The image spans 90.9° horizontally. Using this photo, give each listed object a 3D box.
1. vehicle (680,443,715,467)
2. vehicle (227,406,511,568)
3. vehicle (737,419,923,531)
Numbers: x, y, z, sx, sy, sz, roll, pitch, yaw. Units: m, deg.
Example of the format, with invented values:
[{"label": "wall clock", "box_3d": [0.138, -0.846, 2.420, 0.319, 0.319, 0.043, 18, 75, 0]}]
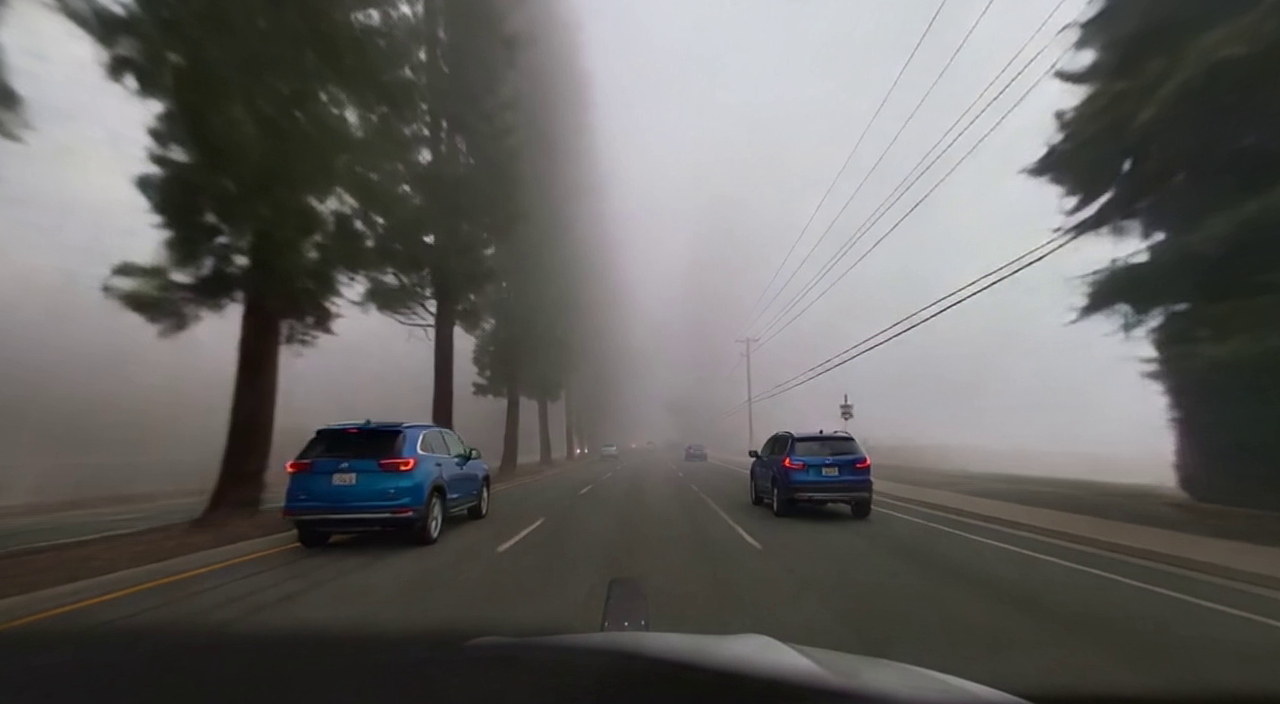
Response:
[{"label": "vehicle", "box_3d": [3.844, 6.914, 42.520, 1.906, 1.468, 4.422, 0, -8, 0]}, {"label": "vehicle", "box_3d": [-3.473, 1.824, 9.286, 2.104, 1.785, 4.494, 0, -8, 1]}, {"label": "vehicle", "box_3d": [3.337, 2.262, 12.210, 2.182, 1.744, 4.464, 0, -8, 0]}]
